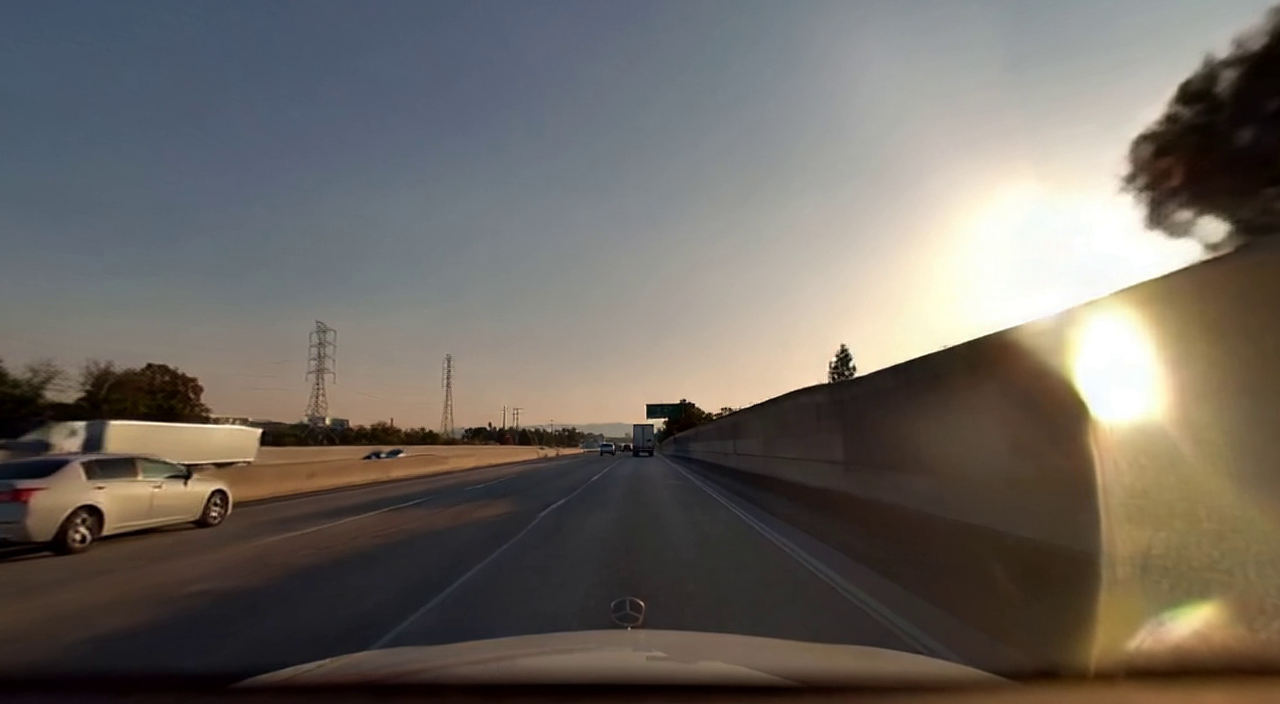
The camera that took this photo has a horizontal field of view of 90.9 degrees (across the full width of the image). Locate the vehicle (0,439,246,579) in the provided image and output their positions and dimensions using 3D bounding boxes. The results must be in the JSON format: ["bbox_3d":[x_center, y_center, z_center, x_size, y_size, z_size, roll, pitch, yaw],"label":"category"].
[{"bbox_3d":[-7.784,1.934,8.526,1.979,1.470,4.485,0,-8,1],"label":"vehicle"}]
